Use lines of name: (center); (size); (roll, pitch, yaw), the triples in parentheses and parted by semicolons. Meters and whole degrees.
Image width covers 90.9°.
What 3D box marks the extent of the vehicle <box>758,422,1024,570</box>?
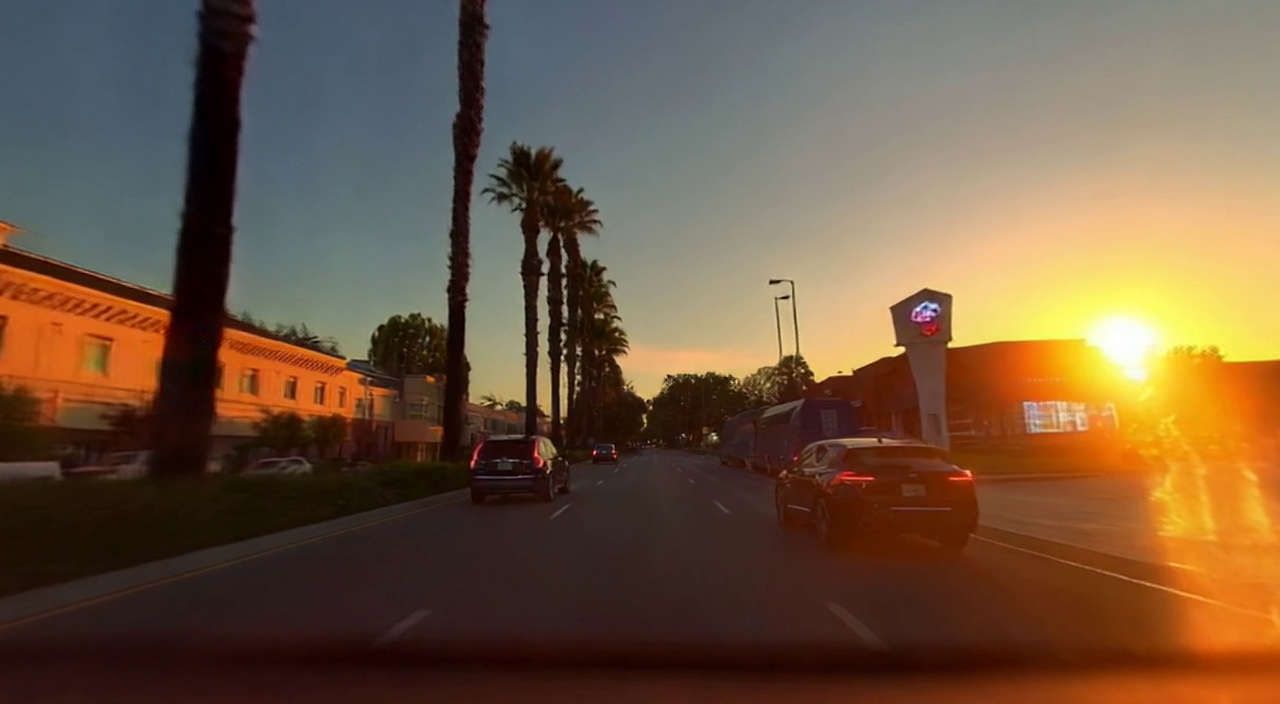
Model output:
vehicle: (2.996, 1.800, 8.667); (1.946, 1.513, 4.133); (0, -8, 0)

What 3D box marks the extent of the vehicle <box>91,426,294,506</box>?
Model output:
vehicle: (-21.419, 5.488, 31.243); (3.030, 3.354, 9.135); (-1, -8, 2)

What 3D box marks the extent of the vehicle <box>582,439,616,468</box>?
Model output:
vehicle: (-2.621, 6.642, 41.333); (1.998, 1.743, 4.402); (0, -8, -1)

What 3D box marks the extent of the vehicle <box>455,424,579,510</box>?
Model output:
vehicle: (-2.824, 2.770, 15.596); (2.058, 1.804, 4.391); (-1, -8, 2)

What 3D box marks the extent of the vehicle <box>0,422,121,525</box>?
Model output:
vehicle: (-21.675, 3.879, 20.137); (2.989, 3.225, 8.285); (0, -8, 1)
